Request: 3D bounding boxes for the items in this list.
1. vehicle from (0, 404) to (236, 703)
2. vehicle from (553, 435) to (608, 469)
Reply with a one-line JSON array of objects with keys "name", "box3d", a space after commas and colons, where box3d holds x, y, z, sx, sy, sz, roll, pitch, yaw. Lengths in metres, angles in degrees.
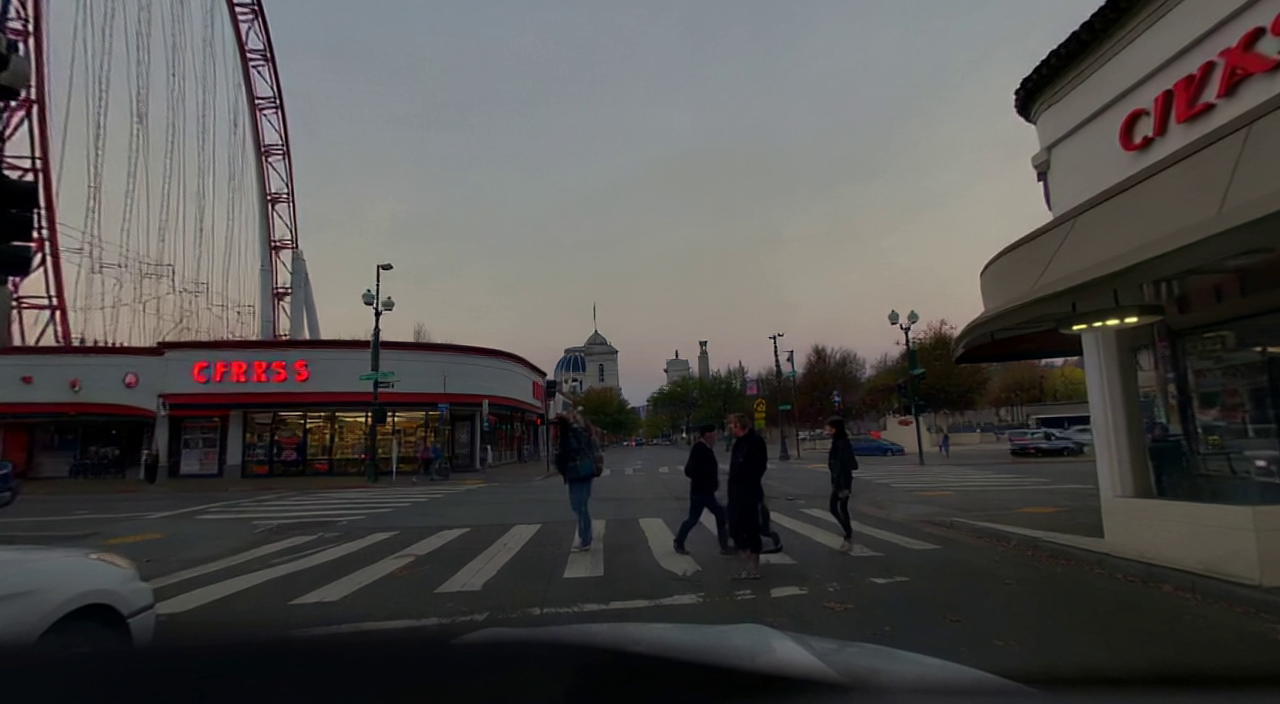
[{"name": "vehicle", "box3d": [-3.376, 0.789, 1.188, 1.940, 1.505, 4.676, -1, -9, 3]}, {"name": "vehicle", "box3d": [-3.910, 6.364, 40.259, 2.549, 2.000, 5.699, 2, -9, -15]}]
